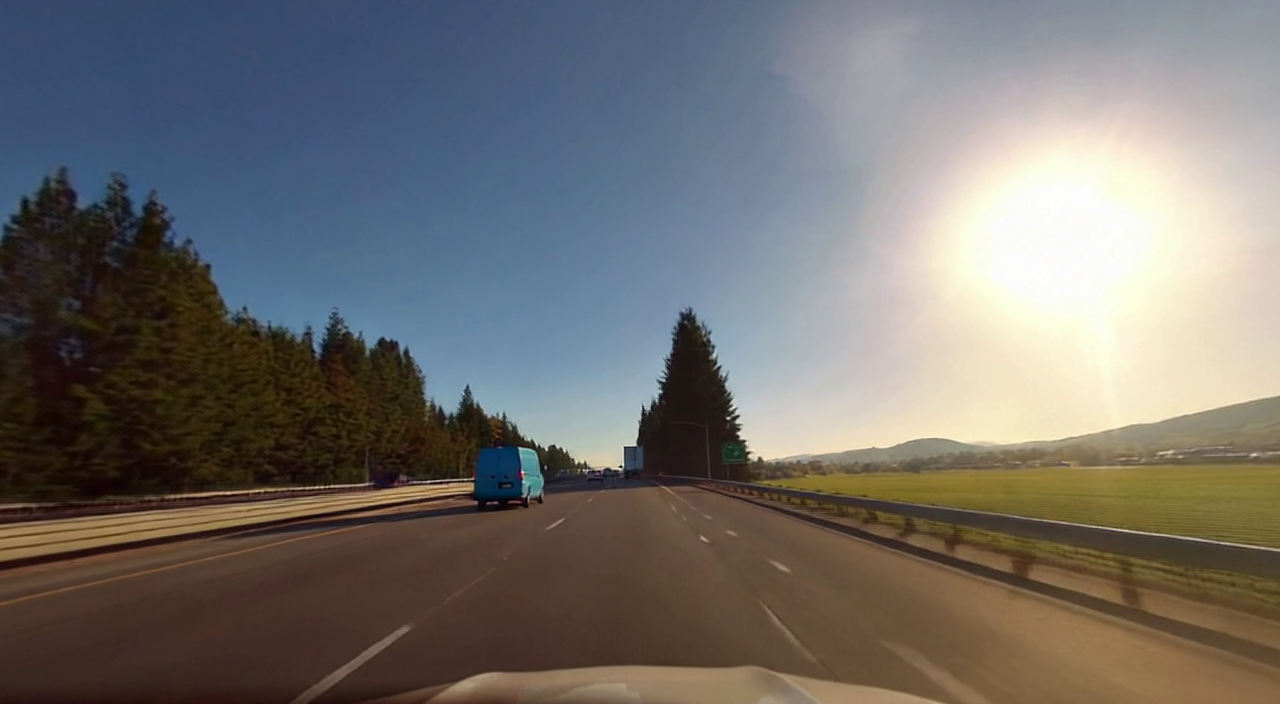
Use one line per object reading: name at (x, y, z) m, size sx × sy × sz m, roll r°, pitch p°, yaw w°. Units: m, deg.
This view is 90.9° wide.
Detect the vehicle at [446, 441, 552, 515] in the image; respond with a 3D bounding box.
vehicle at (-4.203, 3.907, 19.762) m, size 2.208 × 1.973 × 4.716 m, roll 1°, pitch -10°, yaw 0°
